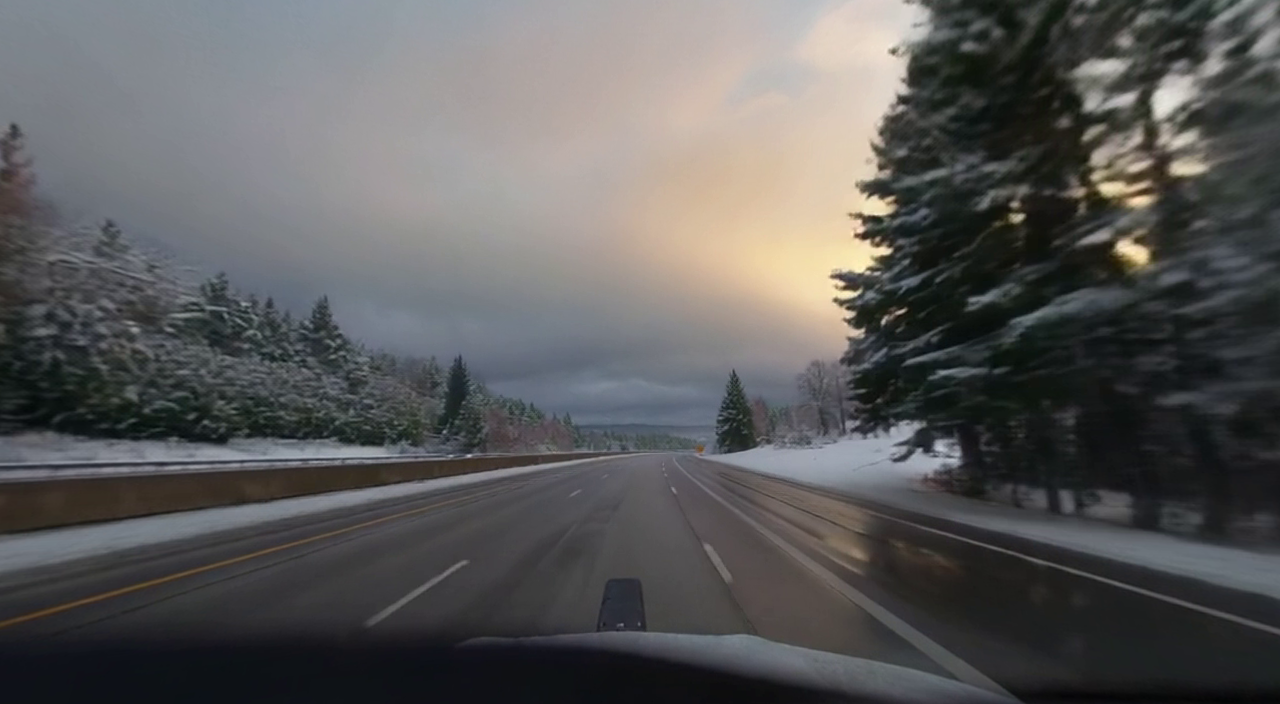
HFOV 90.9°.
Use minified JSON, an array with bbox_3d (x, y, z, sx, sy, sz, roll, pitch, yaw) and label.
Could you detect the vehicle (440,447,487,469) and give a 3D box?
[{"bbox_3d":[-12.752,7.660,45.797,1.928,1.475,4.571,0,-9,2],"label":"vehicle"}]
